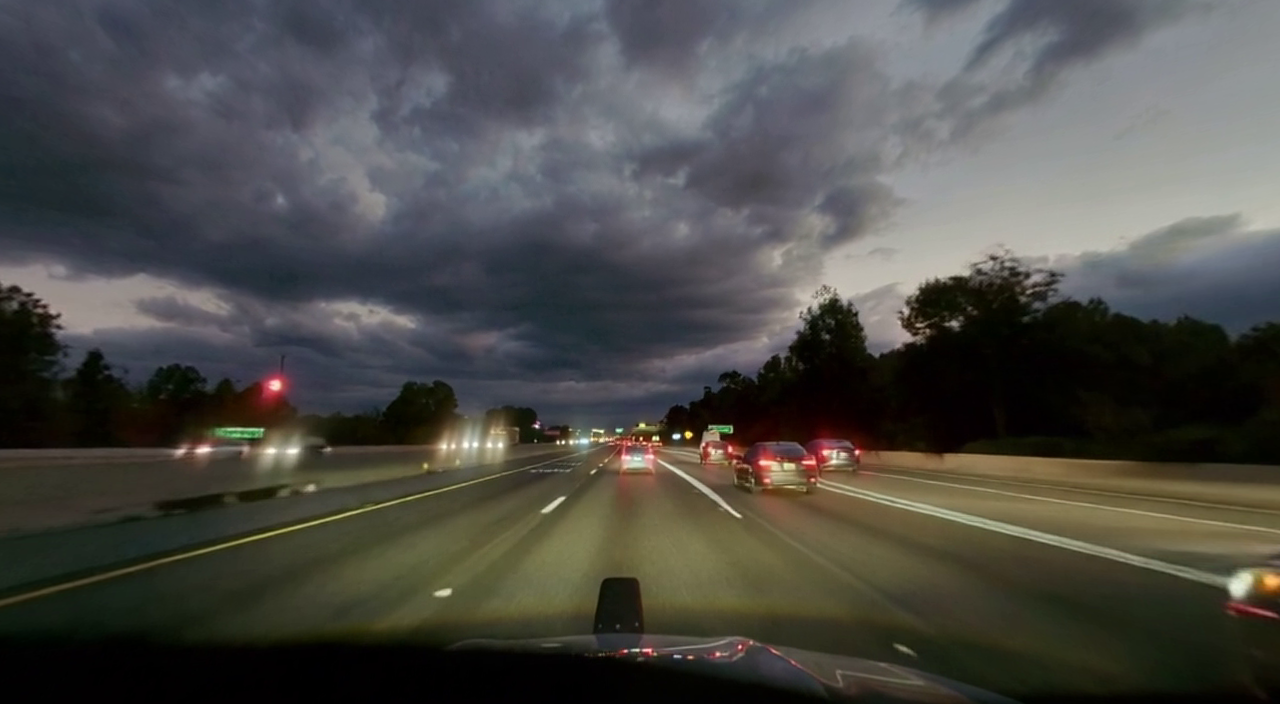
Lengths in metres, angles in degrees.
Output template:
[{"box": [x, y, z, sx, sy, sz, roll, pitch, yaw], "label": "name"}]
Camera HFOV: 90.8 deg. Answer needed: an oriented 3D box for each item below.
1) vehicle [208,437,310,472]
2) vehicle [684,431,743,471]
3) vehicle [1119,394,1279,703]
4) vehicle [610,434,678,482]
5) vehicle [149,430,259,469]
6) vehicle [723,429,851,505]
[{"box": [-17.501, 4.734, 29.326, 2.018, 1.489, 4.474, 0, -8, -1], "label": "vehicle"}, {"box": [3.221, 4.450, 28.523, 1.997, 1.663, 4.169, 0, -8, -3], "label": "vehicle"}, {"box": [3.541, 0.684, 0.878, 1.993, 1.504, 4.781, 0, -8, 0], "label": "vehicle"}, {"box": [0.062, 3.584, 21.593, 2.098, 1.475, 3.997, 0, -8, -2], "label": "vehicle"}, {"box": [-22.201, 5.007, 32.508, 1.995, 1.805, 5.189, 0, -8, -1], "label": "vehicle"}, {"box": [3.227, 2.620, 14.816, 1.856, 1.517, 4.198, 0, -8, -2], "label": "vehicle"}]
